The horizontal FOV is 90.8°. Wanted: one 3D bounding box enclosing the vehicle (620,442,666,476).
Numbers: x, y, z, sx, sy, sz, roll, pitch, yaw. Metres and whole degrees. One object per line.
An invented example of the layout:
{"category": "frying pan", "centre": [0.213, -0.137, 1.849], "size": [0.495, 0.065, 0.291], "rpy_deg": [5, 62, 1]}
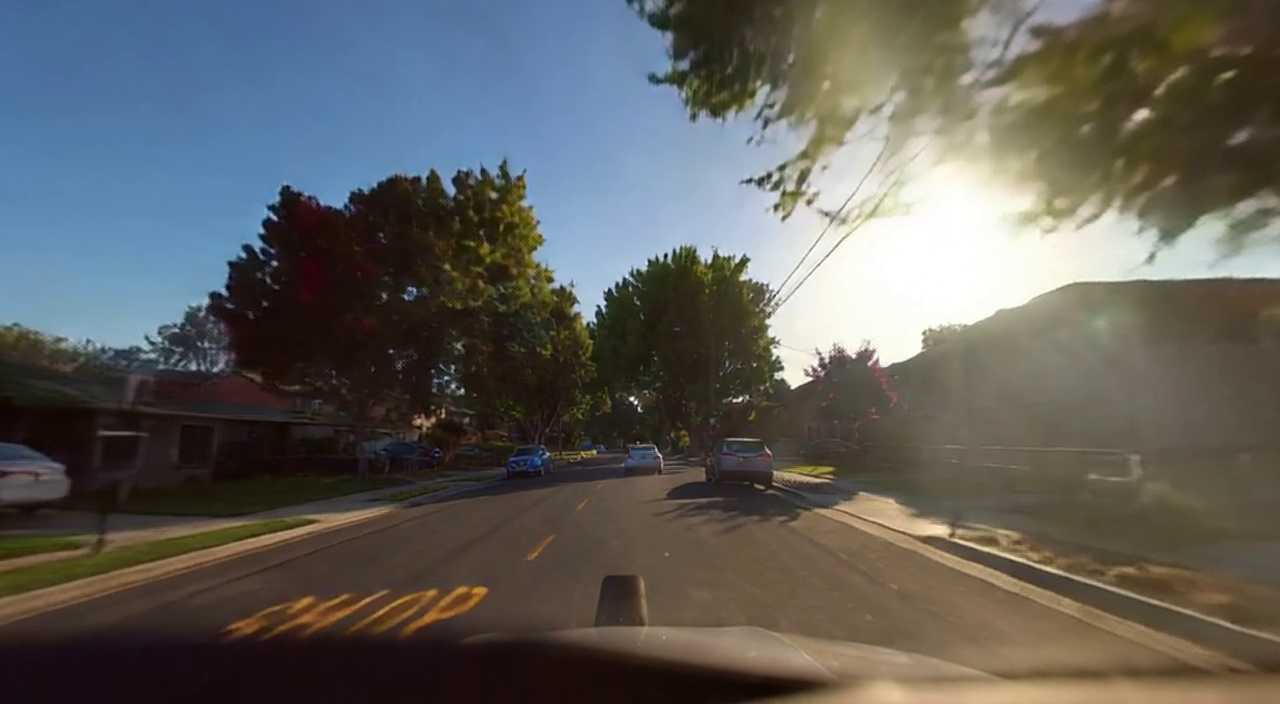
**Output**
{"category": "vehicle", "centre": [0.140, 4.942, 29.327], "size": [2.000, 1.449, 4.006], "rpy_deg": [0, -9, 0]}

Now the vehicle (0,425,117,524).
{"category": "vehicle", "centre": [-13.387, 2.361, 12.448], "size": [4.253, 1.772, 1.980], "rpy_deg": [0, -9, -3]}

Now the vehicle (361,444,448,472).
{"category": "vehicle", "centre": [-13.252, 5.953, 35.724], "size": [4.129, 1.523, 1.839], "rpy_deg": [0, -9, 1]}

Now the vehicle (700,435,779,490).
{"category": "vehicle", "centre": [3.253, 3.712, 21.531], "size": [1.978, 1.690, 4.306], "rpy_deg": [0, -9, 0]}

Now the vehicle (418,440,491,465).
{"category": "vehicle", "centre": [-13.486, 7.319, 46.137], "size": [4.765, 1.791, 1.941], "rpy_deg": [0, -9, -1]}

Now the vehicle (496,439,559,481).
{"category": "vehicle", "centre": [-5.480, 5.280, 31.296], "size": [2.126, 1.816, 4.796], "rpy_deg": [-3, -8, 1]}
